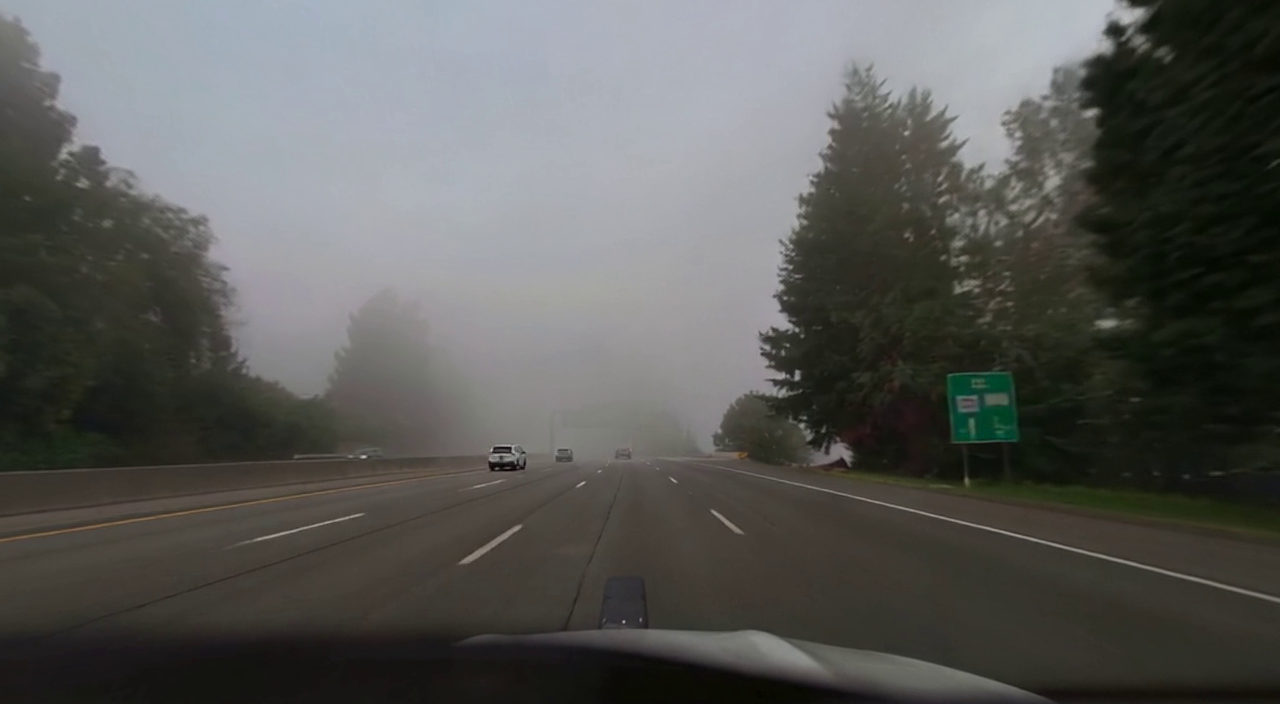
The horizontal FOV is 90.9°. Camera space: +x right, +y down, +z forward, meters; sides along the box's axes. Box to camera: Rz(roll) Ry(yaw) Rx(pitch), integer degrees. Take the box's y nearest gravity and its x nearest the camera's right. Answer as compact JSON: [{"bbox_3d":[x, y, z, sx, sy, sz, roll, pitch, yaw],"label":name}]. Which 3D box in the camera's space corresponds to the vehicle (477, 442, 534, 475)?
[{"bbox_3d":[-7.671,6.120,36.548,2.179,1.710,5.160,0,-8,0],"label":"vehicle"}]
